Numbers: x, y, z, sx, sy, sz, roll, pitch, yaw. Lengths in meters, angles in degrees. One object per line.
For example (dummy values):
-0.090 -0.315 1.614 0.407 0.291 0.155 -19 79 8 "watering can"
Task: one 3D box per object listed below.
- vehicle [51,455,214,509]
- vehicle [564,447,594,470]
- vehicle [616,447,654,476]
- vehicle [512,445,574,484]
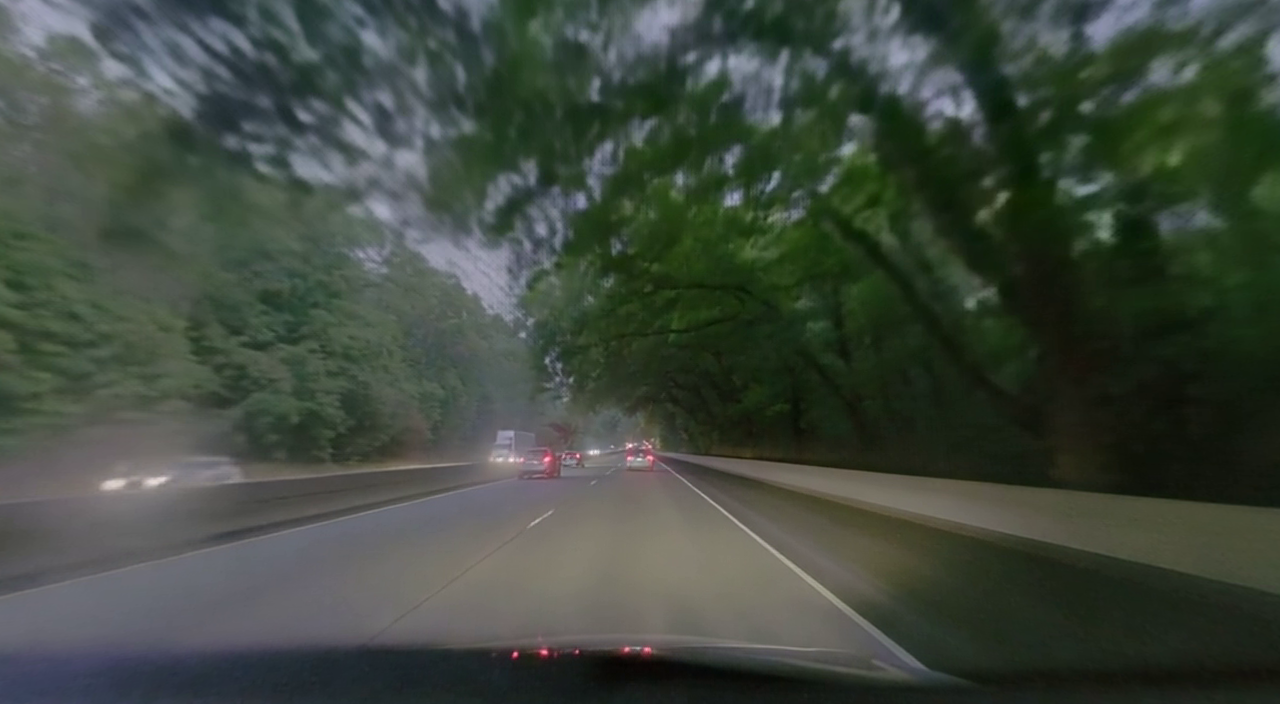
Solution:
-16.497 4.193 20.816 1.705 1.552 4.338 0 -9 1 "vehicle"
-4.486 7.820 46.548 1.834 1.615 3.624 0 -9 0 "vehicle"
-0.265 6.150 35.617 2.001 1.490 3.914 0 -9 0 "vehicle"
-4.055 4.779 27.012 1.978 1.538 3.755 0 -9 1 "vehicle"
